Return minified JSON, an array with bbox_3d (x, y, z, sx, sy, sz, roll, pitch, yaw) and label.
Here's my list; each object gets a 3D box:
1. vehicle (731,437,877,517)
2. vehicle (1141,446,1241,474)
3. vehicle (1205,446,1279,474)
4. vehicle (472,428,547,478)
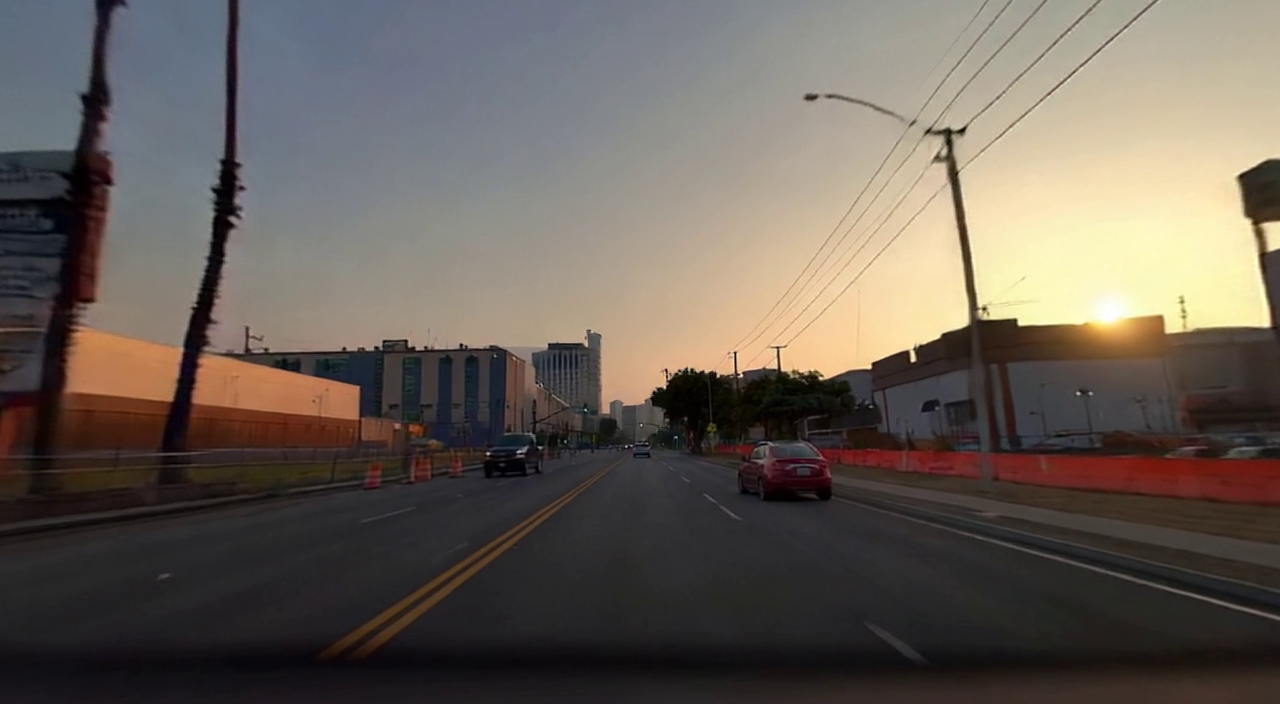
[{"bbox_3d":[3.591,2.824,14.779,2.148,1.562,4.642,0,-8,0],"label":"vehicle"},{"bbox_3d":[32.683,6.380,37.432,1.851,1.522,4.665,-1,-8,3],"label":"vehicle"},{"bbox_3d":[35.840,6.253,36.679,1.784,1.509,4.273,0,-8,2],"label":"vehicle"},{"bbox_3d":[-6.565,5.169,32.441,2.538,2.287,6.052,0,-8,0],"label":"vehicle"}]
